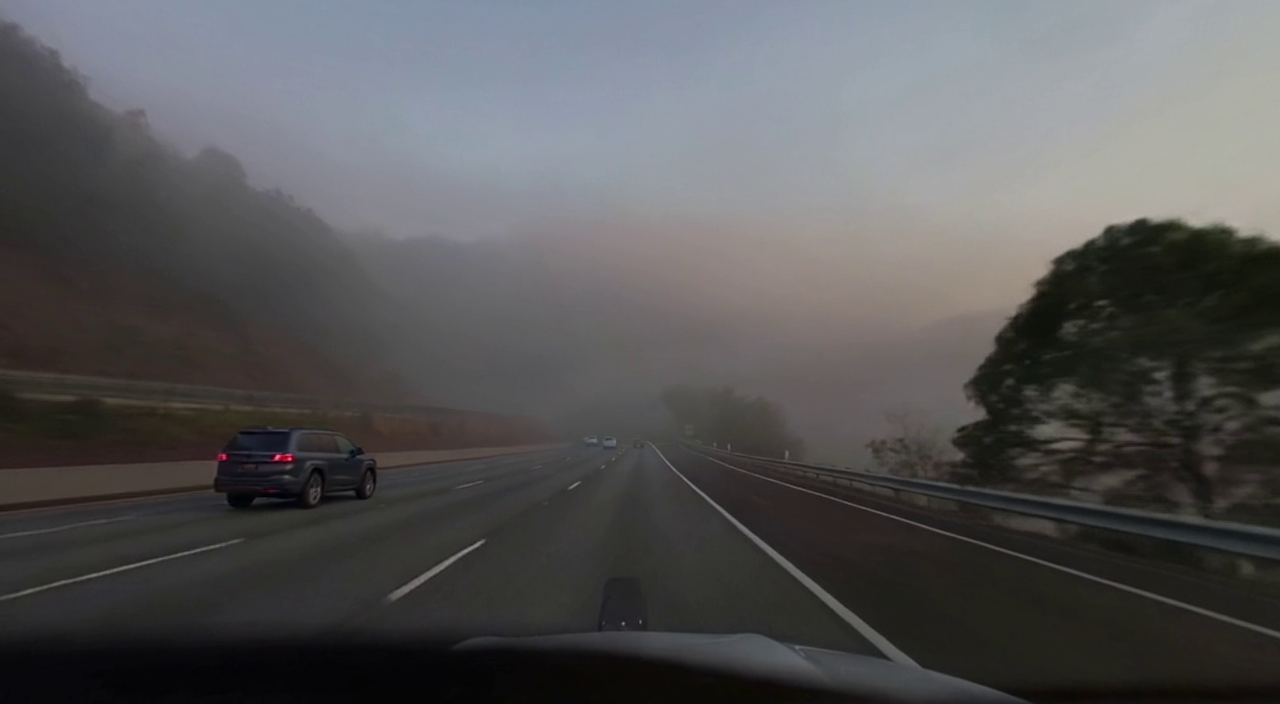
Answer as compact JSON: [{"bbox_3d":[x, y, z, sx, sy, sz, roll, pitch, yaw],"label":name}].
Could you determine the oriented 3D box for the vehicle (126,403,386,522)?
[{"bbox_3d":[-7.322,2.186,12.891,2.151,1.925,4.945,0,-9,0],"label":"vehicle"}]
